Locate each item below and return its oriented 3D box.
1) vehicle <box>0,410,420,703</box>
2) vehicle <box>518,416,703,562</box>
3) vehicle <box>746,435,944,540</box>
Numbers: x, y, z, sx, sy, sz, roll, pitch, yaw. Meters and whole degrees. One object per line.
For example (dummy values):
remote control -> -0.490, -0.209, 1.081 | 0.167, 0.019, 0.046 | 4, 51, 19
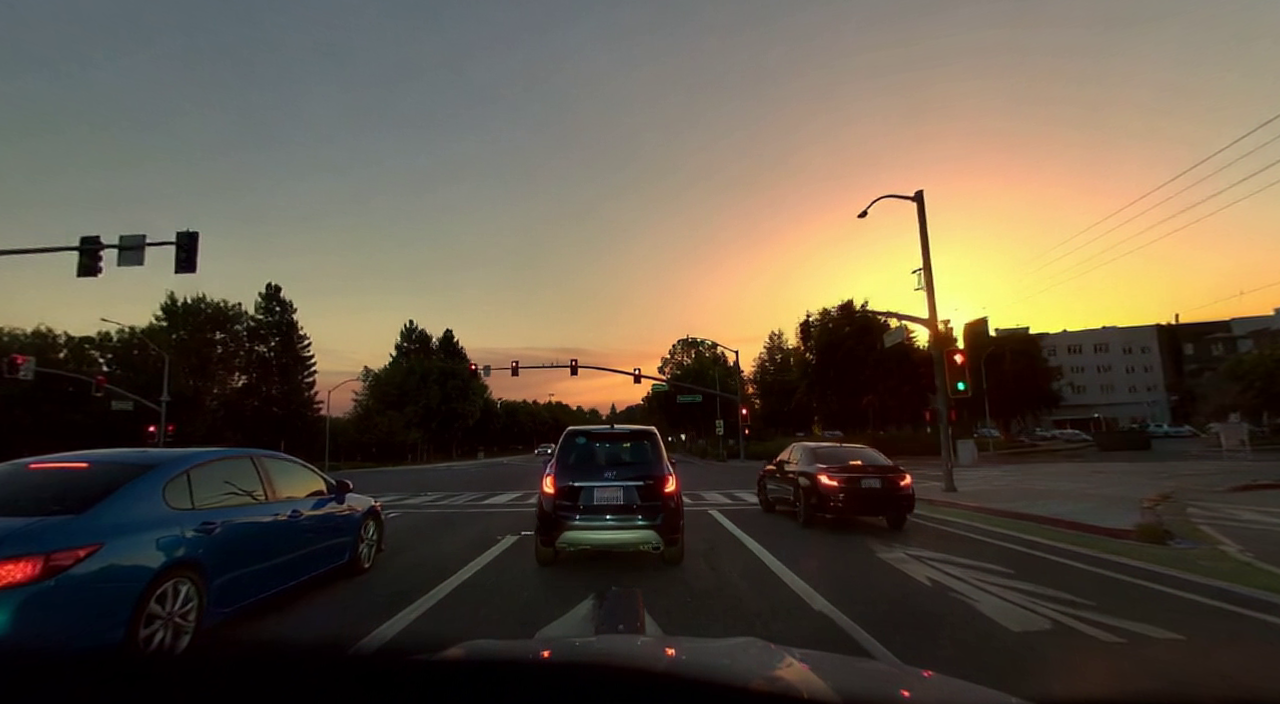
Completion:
vehicle -> -3.577, 1.326, 5.024 | 2.052, 1.472, 4.479 | 0, -8, 0
vehicle -> -0.344, 1.802, 8.978 | 2.038, 1.599, 3.844 | 0, -8, -1
vehicle -> 3.274, 2.249, 11.209 | 1.970, 1.449, 4.433 | 0, -8, -1
